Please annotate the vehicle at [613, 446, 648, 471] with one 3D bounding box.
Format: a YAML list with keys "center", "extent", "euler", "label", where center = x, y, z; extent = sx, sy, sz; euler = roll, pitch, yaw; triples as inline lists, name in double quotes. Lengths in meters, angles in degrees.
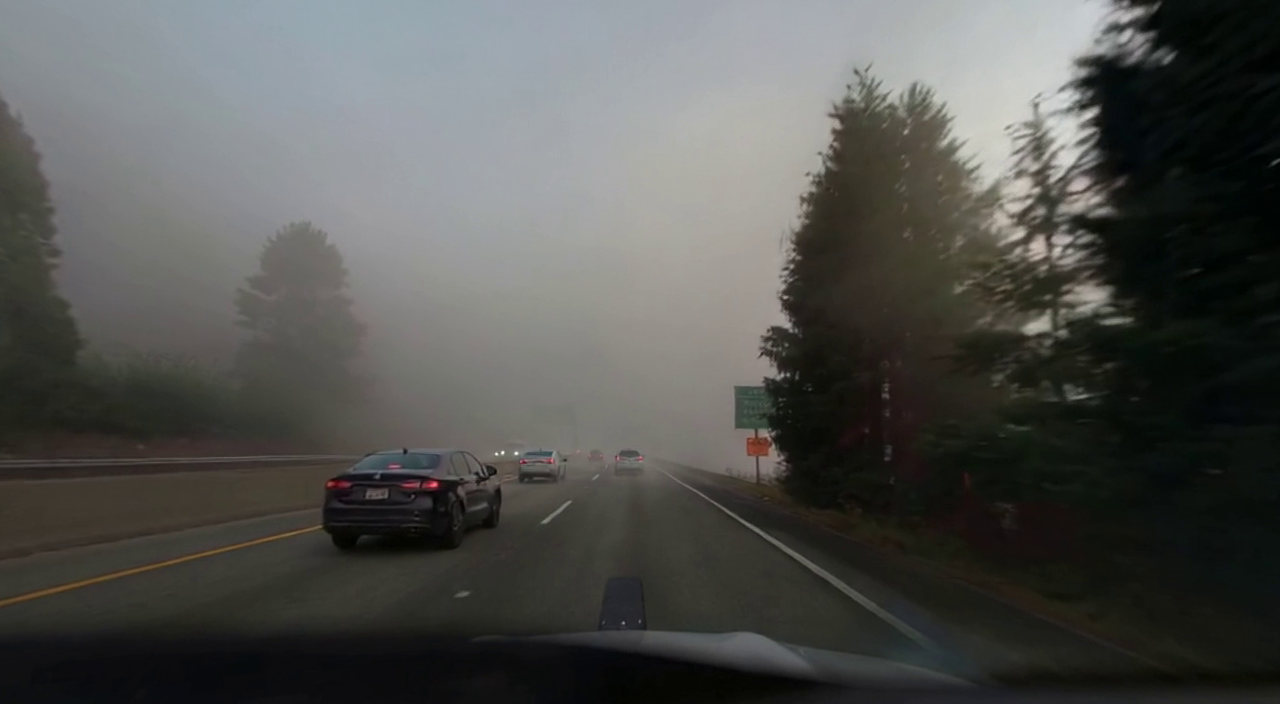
- center: [-0.613, 6.781, 40.472]
  extent: [2.100, 1.471, 3.956]
  euler: [0, -8, -1]
  label: "vehicle"

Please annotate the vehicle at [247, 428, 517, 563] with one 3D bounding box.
- center: [-3.365, 1.960, 9.457]
  extent: [2.067, 1.509, 4.551]
  euler: [0, -8, 1]
  label: "vehicle"

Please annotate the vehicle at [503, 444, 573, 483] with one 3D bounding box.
- center: [-4.049, 4.495, 25.838]
  extent: [2.107, 1.453, 4.462]
  euler: [0, -8, 0]
  label: "vehicle"
